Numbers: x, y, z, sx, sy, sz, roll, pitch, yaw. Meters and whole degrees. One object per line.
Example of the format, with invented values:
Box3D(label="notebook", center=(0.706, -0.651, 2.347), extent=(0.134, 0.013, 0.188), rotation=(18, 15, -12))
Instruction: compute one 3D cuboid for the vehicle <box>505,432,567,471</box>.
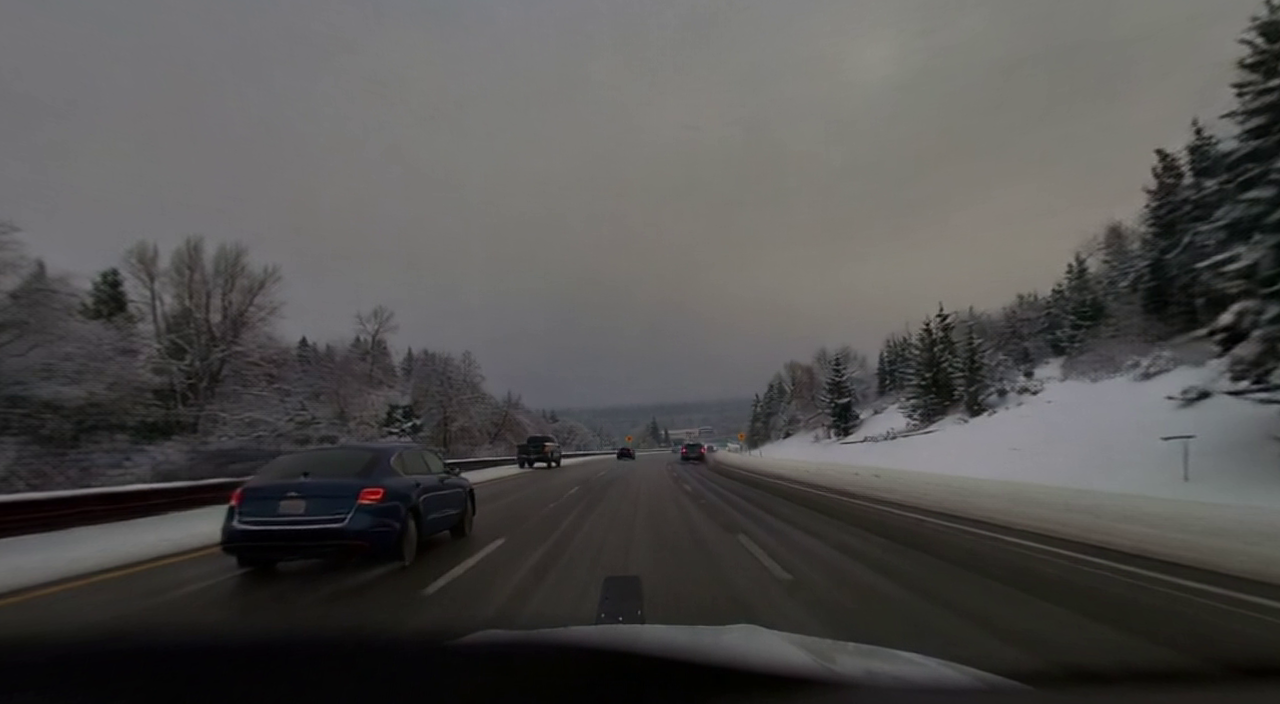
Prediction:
Box3D(label="vehicle", center=(-5.996, 5.859, 37.287), extent=(2.383, 2.048, 5.875), rotation=(0, -9, 3))

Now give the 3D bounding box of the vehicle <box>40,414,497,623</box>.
Box3D(label="vehicle", center=(-3.160, 1.527, 6.799), extent=(2.192, 1.482, 4.454), rotation=(0, -9, 0))

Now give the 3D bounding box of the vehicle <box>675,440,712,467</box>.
Box3D(label="vehicle", center=(3.717, 7.153, 44.570), extent=(2.211, 1.814, 4.404), rotation=(0, -9, 0))
